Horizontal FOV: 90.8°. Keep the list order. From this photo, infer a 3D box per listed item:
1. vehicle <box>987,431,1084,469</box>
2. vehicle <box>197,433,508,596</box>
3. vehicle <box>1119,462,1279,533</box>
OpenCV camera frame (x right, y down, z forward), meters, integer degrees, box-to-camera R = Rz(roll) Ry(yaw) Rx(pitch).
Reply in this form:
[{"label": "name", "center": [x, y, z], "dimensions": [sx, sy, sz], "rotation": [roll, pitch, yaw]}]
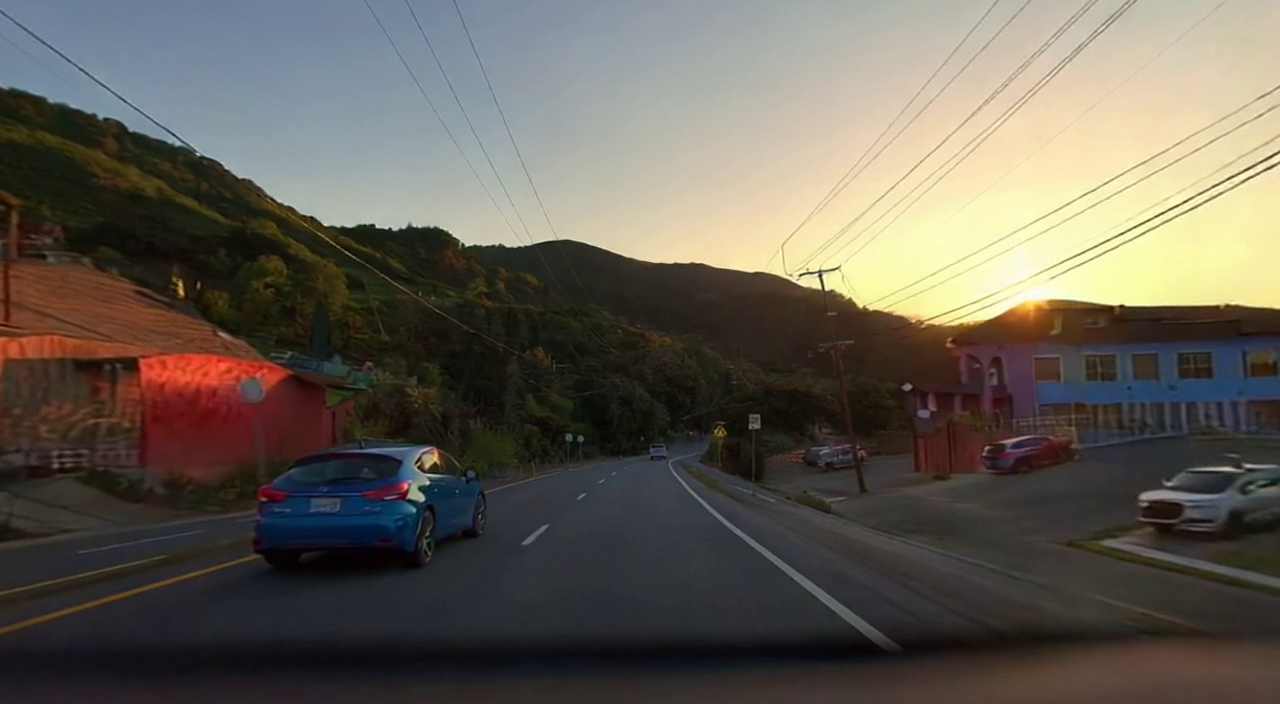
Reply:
[{"label": "vehicle", "center": [24.040, 5.936, 38.402], "dimensions": [5.478, 1.869, 2.206], "rotation": [1, -12, -26]}, {"label": "vehicle", "center": [-3.126, 1.833, 8.034], "dimensions": [1.972, 1.496, 4.150], "rotation": [0, -8, 0]}, {"label": "vehicle", "center": [16.810, 4.002, 17.646], "dimensions": [4.995, 1.794, 2.020], "rotation": [-1, -9, 4]}]
